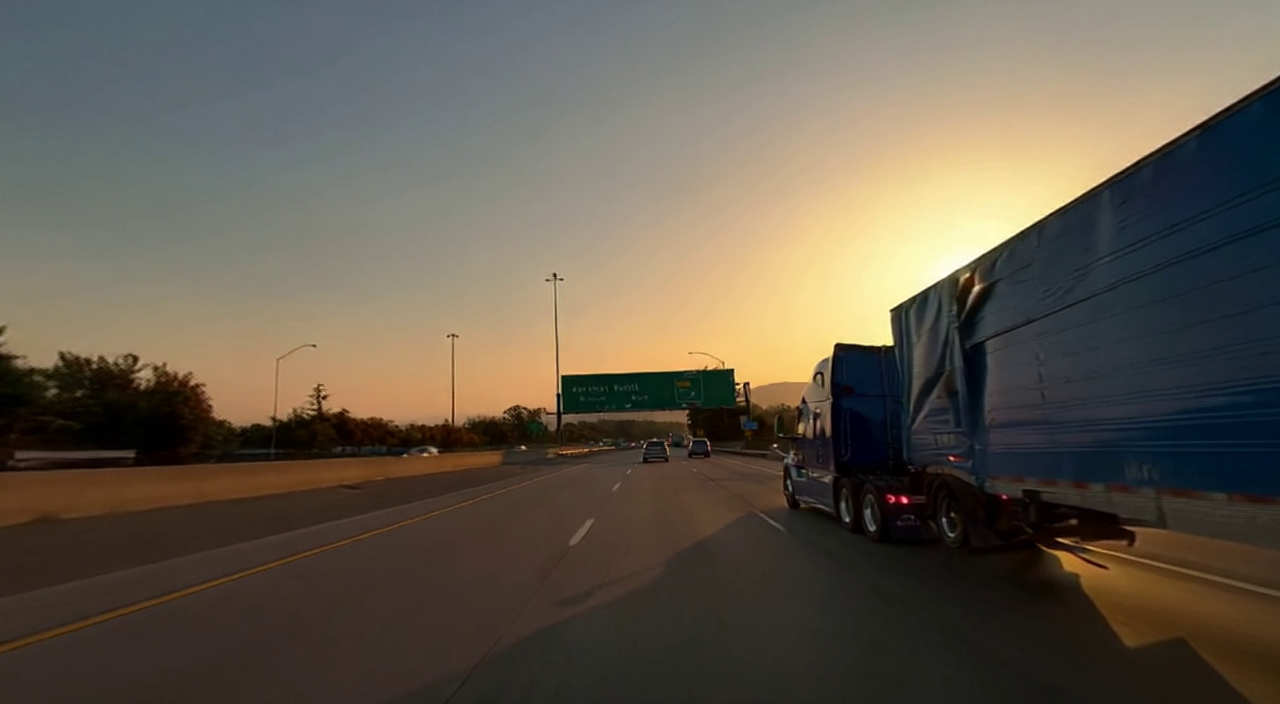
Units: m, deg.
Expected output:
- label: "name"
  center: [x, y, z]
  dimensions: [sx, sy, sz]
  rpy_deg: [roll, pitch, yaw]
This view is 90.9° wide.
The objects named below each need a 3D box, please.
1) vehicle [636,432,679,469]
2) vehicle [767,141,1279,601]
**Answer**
- label: "vehicle"
  center: [0.931, 5.393, 34.637]
  dimensions: [2.205, 1.860, 4.301]
  rpy_deg: [-1, -8, 1]
- label: "vehicle"
  center: [4.323, 0.696, 9.755]
  dimensions: [3.030, 3.985, 8.655]
  rpy_deg: [-1, -8, 1]
